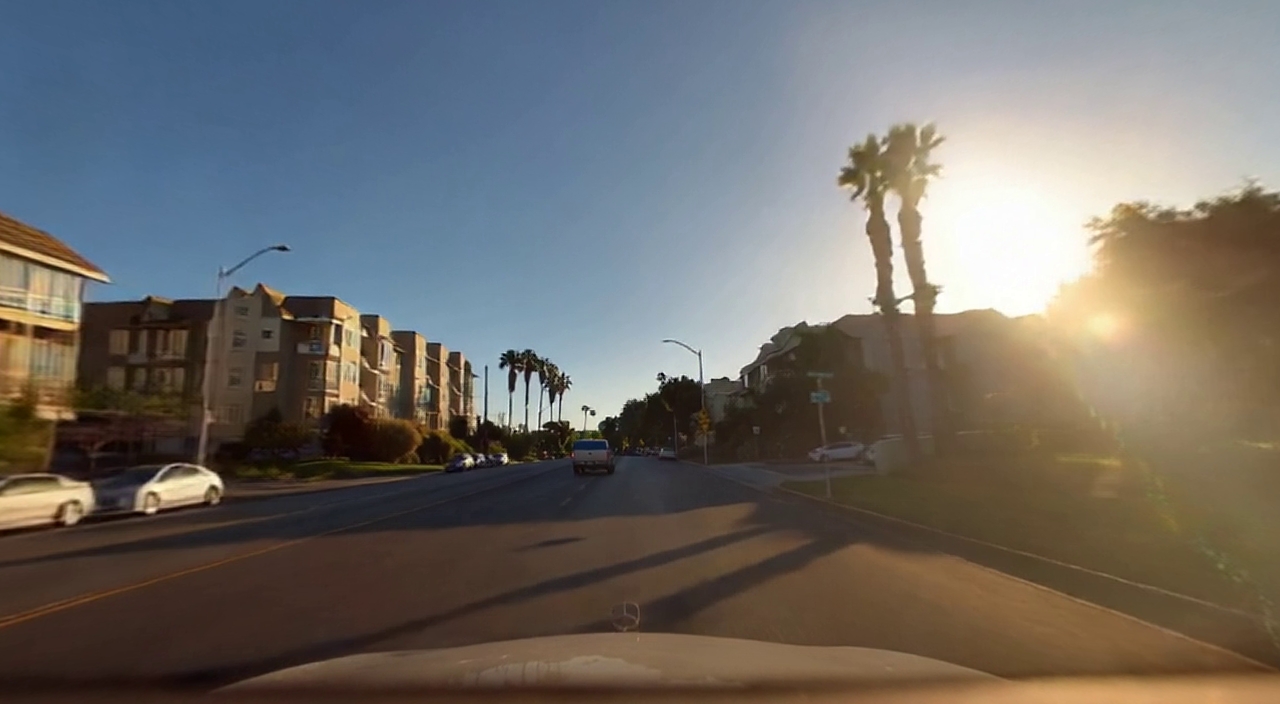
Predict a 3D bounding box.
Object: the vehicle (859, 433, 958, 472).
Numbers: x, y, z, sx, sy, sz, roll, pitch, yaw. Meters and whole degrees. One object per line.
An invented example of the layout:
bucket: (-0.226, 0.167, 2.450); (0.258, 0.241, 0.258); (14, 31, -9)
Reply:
vehicle: (12.485, 4.698, 29.409); (3.778, 1.744, 1.804); (1, -9, -5)

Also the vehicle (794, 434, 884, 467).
vehicle: (12.467, 6.202, 39.656); (4.873, 1.624, 1.924); (-4, -9, -1)

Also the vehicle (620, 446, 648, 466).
vehicle: (-0.478, 8.146, 49.544); (2.077, 1.504, 3.992); (0, -9, 0)

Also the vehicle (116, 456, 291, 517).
vehicle: (-14.263, 4.383, 21.116); (1.939, 1.512, 5.641); (-4, -8, -1)

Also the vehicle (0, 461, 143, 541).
vehicle: (-14.105, 3.436, 14.873); (1.784, 1.499, 3.854); (-2, -8, -4)

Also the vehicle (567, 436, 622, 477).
vehicle: (-2.100, 5.028, 30.542); (1.994, 1.810, 5.057); (0, -9, 3)
